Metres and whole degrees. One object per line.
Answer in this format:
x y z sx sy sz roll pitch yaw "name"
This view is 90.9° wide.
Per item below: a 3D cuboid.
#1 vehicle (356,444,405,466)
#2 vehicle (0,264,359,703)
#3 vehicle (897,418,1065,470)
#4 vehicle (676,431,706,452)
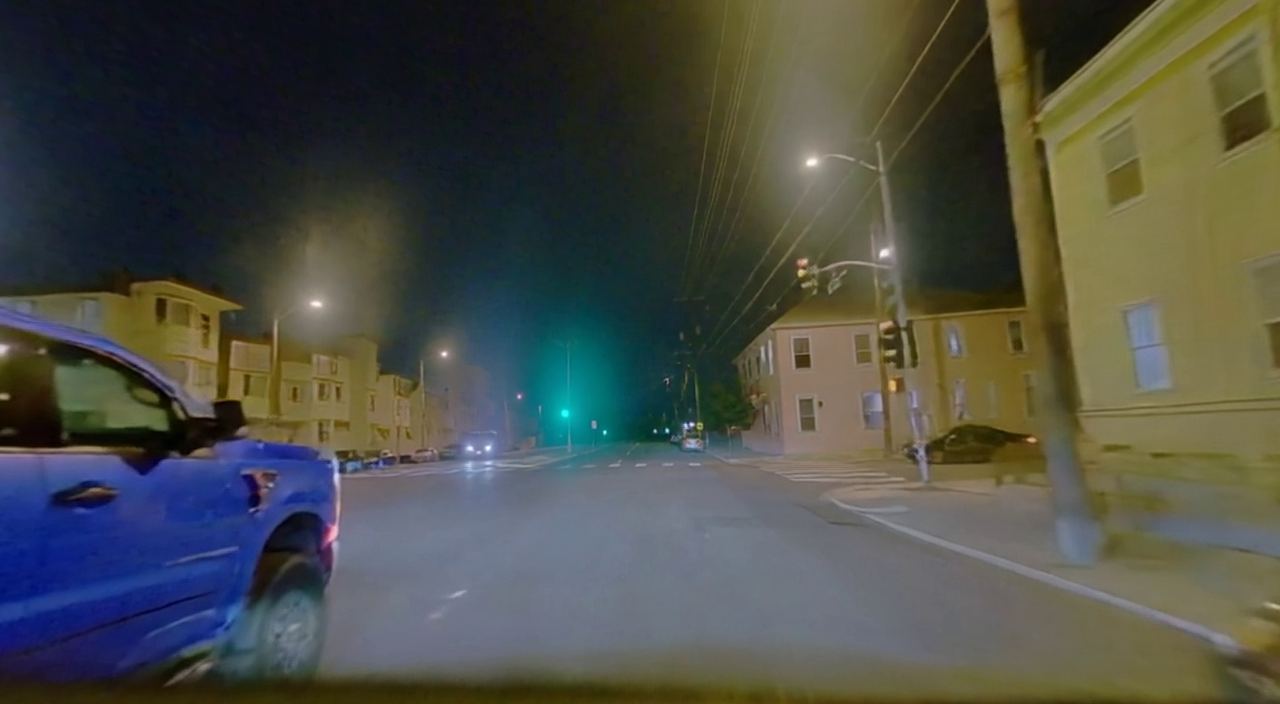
-18.466 7.330 44.971 1.672 1.428 4.062 -1 -9 1 "vehicle"
-3.028 0.631 1.439 2.242 1.890 5.306 0 -9 1 "vehicle"
12.250 3.309 22.926 4.816 1.501 2.296 -2 -1 2 "vehicle"
3.843 6.810 47.832 1.986 1.491 4.500 0 -9 1 "vehicle"
